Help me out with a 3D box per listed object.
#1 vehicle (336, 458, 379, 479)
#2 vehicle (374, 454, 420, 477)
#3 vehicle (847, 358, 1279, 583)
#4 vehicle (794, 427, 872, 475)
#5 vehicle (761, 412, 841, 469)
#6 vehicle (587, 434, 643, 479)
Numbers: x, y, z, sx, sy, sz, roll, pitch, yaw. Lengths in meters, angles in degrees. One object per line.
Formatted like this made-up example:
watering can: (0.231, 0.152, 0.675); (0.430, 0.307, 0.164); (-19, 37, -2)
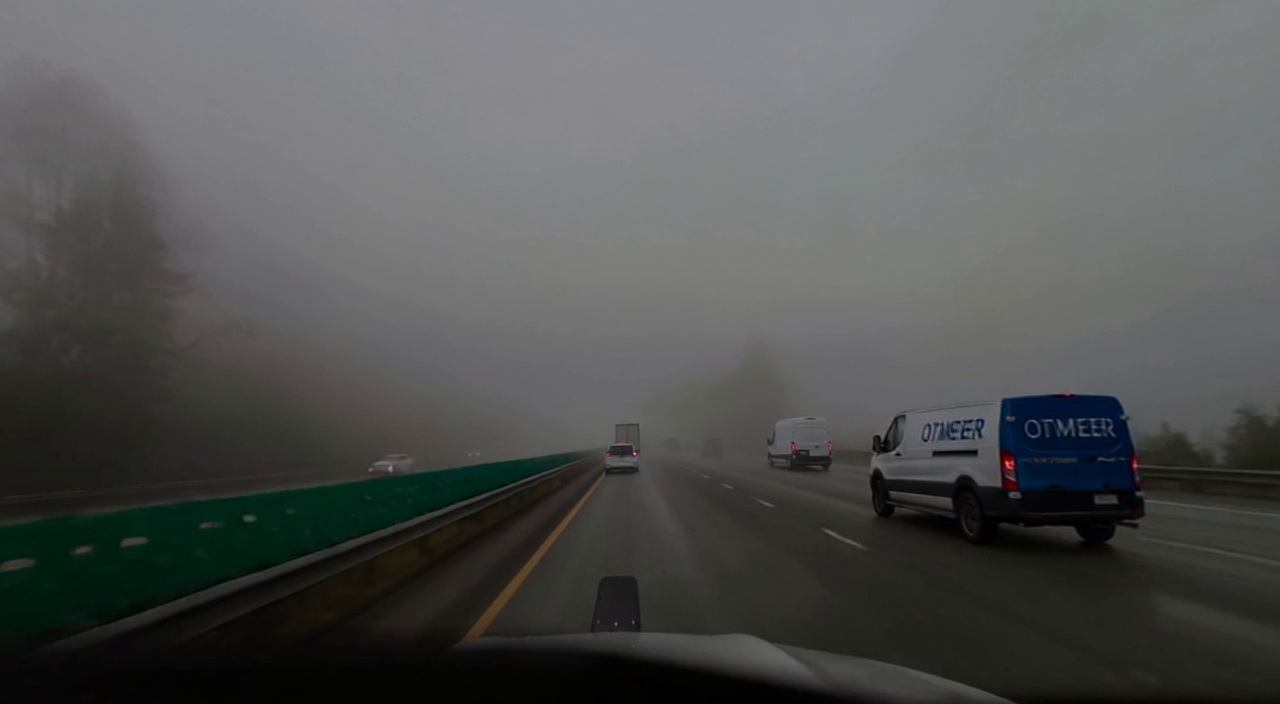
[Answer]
vehicle: (-21.965, 9.032, 49.110); (1.744, 1.460, 3.700); (0, -8, -3)
vehicle: (-18.237, 8.521, 47.441); (1.804, 1.491, 4.444); (0, -8, -1)
vehicle: (4.818, 1.419, 8.297); (2.223, 2.008, 5.121); (0, -8, -2)
vehicle: (8.274, 4.275, 27.341); (2.255, 1.960, 3.229); (0, -8, -1)
vehicle: (8.113, 4.566, 32.382); (2.385, 2.635, 5.633); (0, -8, -2)
vehicle: (-1.005, 4.177, 25.453); (2.100, 1.636, 3.620); (0, -8, -2)
